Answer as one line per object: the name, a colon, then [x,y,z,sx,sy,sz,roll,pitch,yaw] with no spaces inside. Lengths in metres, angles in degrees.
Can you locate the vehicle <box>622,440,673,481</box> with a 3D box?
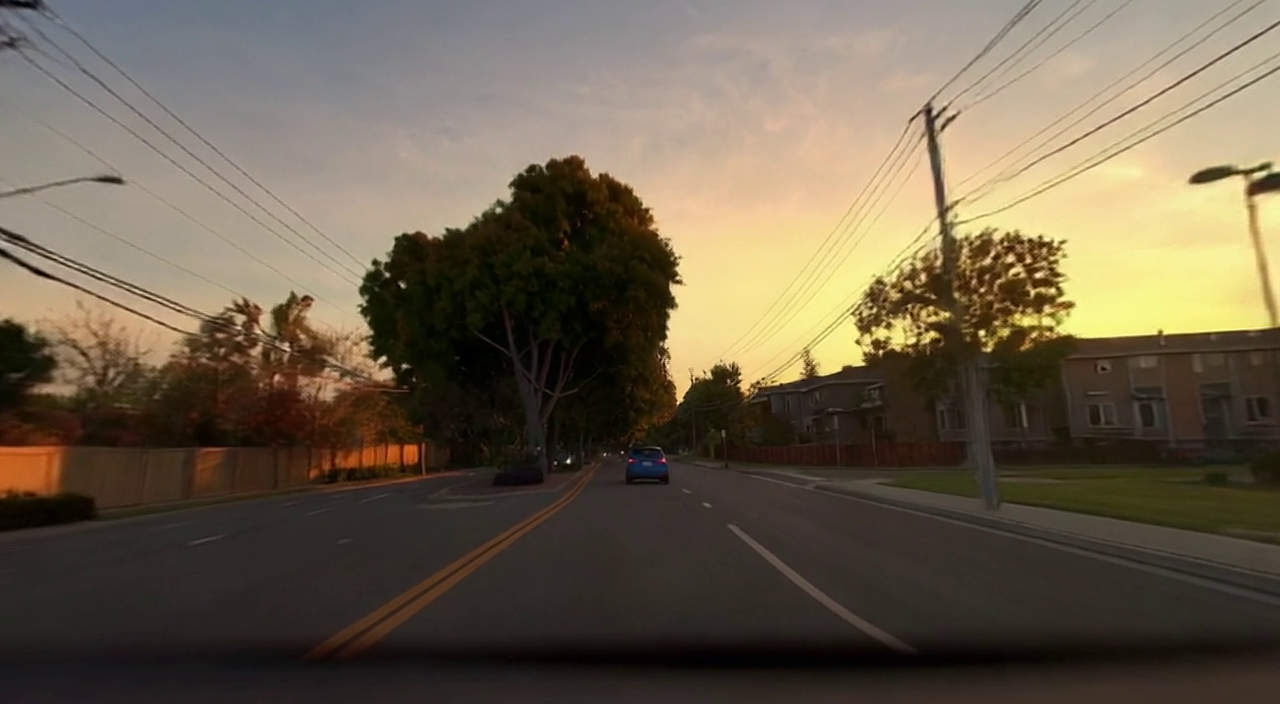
vehicle: [0.269,4.910,28.934,2.139,1.699,3.916,0,-8,-2]

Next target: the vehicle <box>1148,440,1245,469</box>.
vehicle: [36.337,6.697,41.345,4.461,1.828,2.165,1,-8,-6]
